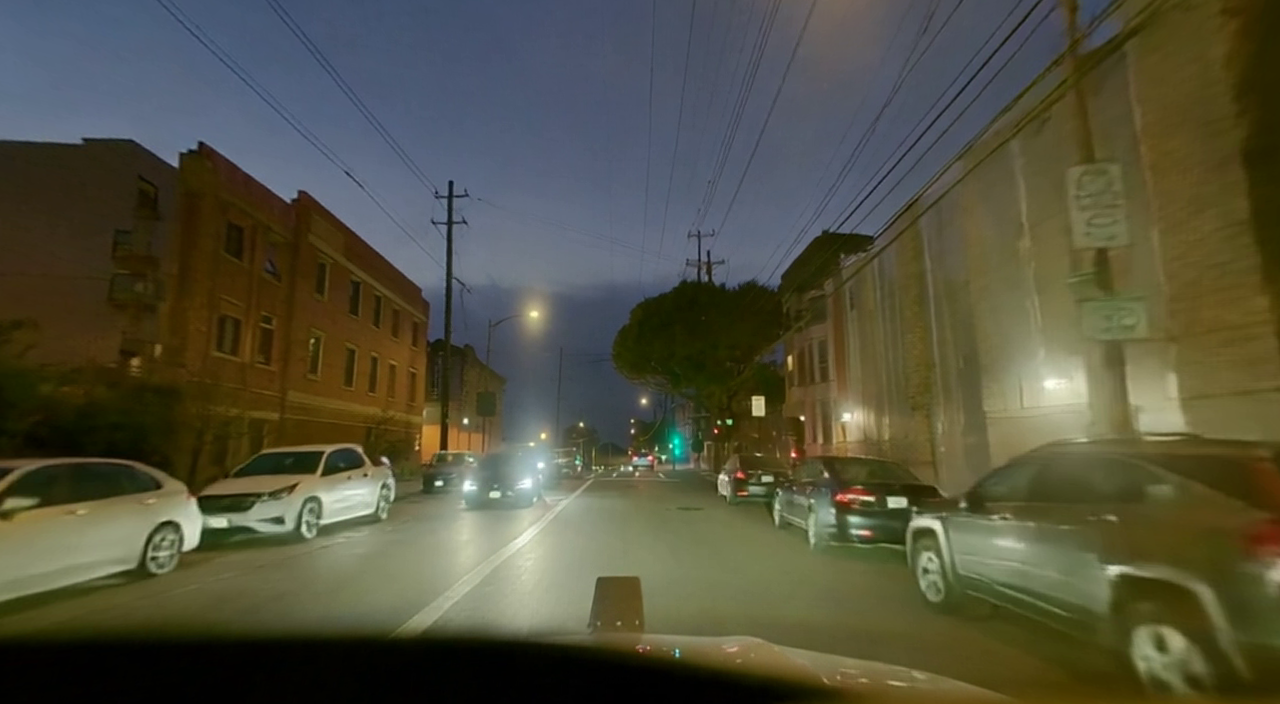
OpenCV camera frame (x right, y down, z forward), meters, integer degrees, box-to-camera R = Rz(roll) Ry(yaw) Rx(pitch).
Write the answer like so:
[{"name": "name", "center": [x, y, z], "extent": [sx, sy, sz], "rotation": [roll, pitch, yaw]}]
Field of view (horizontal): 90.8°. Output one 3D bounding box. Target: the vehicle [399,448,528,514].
[{"name": "vehicle", "center": [-5.066, 3.469, 17.642], "extent": [1.994, 1.510, 4.802], "rotation": [5, -10, -33]}]

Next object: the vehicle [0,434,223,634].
[{"name": "vehicle", "center": [-6.687, 1.745, 6.447], "extent": [1.925, 1.759, 4.396], "rotation": [0, -8, -2]}]

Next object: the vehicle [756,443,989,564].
[{"name": "vehicle", "center": [3.326, 2.227, 10.258], "extent": [1.946, 1.474, 4.710], "rotation": [0, -8, -1]}]

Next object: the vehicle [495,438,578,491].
[{"name": "vehicle", "center": [-3.886, 4.313, 24.634], "extent": [2.236, 1.834, 4.743], "rotation": [-1, -8, 3]}]

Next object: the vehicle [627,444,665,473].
[{"name": "vehicle", "center": [0.450, 6.626, 39.580], "extent": [2.059, 1.736, 3.994], "rotation": [-1, -8, 5]}]

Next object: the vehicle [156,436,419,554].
[{"name": "vehicle", "center": [-6.758, 2.746, 13.227], "extent": [2.263, 1.882, 5.706], "rotation": [0, -8, -1]}]

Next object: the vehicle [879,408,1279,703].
[{"name": "vehicle", "center": [3.357, 1.233, 4.048], "extent": [1.895, 1.553, 4.235], "rotation": [0, -8, -1]}]
